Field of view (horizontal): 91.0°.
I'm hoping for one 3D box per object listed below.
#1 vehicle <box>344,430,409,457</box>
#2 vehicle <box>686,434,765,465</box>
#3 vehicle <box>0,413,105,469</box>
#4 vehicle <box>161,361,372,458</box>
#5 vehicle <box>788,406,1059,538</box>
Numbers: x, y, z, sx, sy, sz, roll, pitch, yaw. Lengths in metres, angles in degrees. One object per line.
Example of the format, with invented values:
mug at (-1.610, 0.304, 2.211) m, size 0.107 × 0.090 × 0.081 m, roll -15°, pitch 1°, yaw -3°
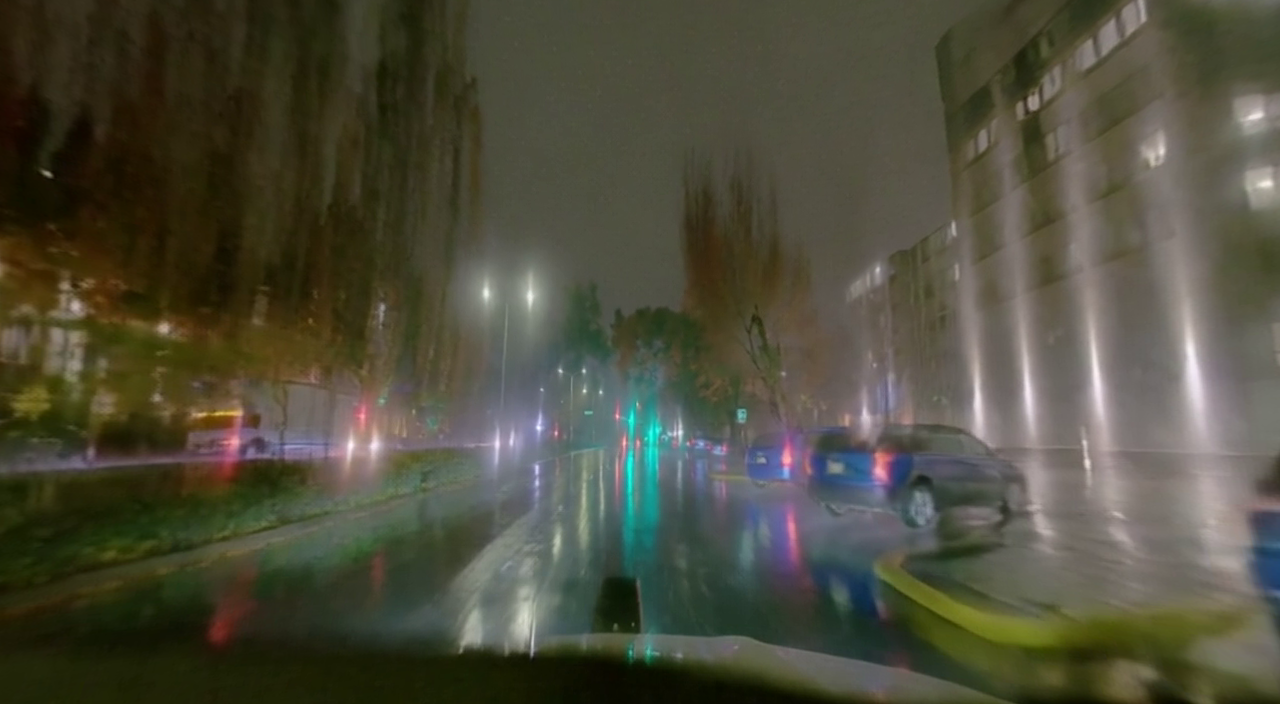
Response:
vehicle at (-15.741, 5.513, 37.920) m, size 1.909 × 1.465 × 4.758 m, roll 0°, pitch -8°, yaw -1°
vehicle at (4.488, 5.063, 32.782) m, size 3.896 × 1.488 × 1.868 m, roll 6°, pitch -10°, yaw -37°
vehicle at (-18.648, 2.632, 18.507) m, size 1.909 × 1.518 × 4.459 m, roll -1°, pitch -8°, yaw 0°
vehicle at (-18.985, 3.433, 34.058) m, size 3.054 × 4.140 × 14.110 m, roll -1°, pitch -8°, yaw -1°
vehicle at (4.712, 1.812, 10.208) m, size 4.585 × 1.660 × 1.969 m, roll 6°, pitch -10°, yaw -37°
